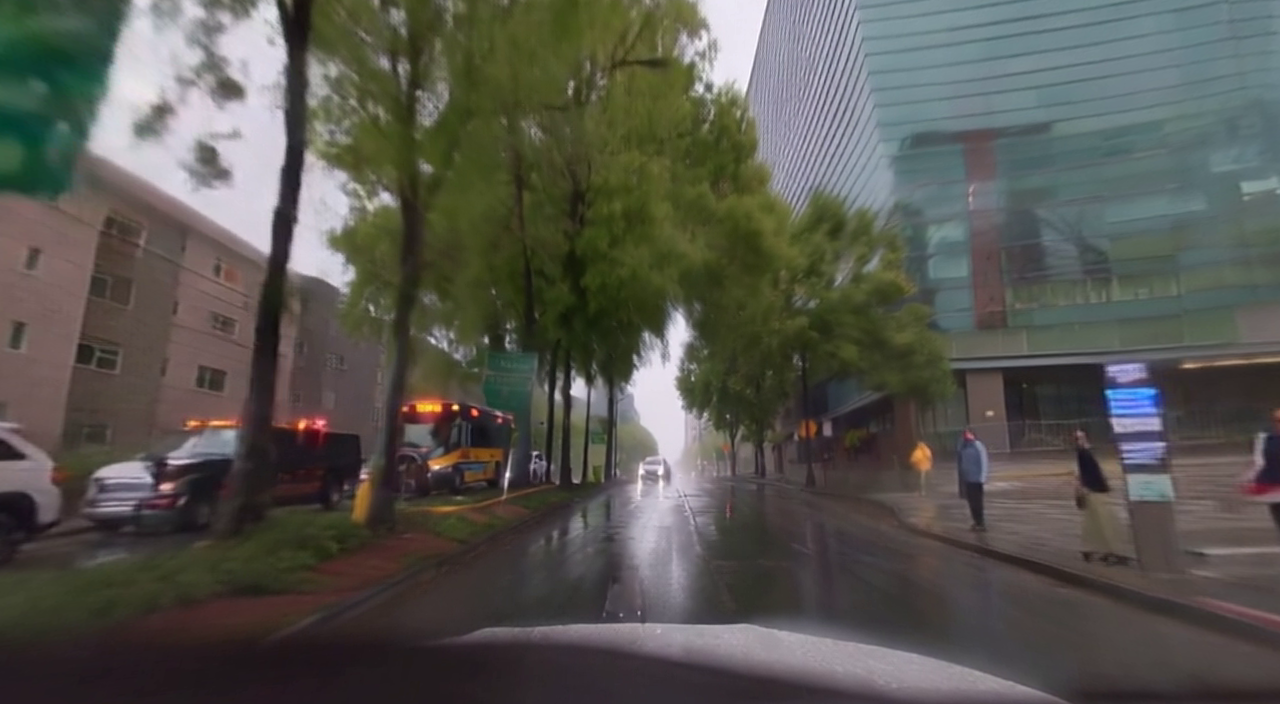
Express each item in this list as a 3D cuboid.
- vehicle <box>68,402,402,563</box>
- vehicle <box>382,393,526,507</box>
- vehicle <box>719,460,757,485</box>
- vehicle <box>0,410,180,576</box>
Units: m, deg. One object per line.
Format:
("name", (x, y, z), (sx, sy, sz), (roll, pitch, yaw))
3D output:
("vehicle", (-5.613, 1.880, 9.735), (1.988, 1.855, 4.599), (-1, -9, 1))
("vehicle", (-4.989, 2.792, 18.104), (2.268, 2.708, 5.699), (-1, -9, 1))
("vehicle", (6.671, 8.254, 43.543), (1.888, 1.536, 4.381), (0, -9, 0))
("vehicle", (-8.356, 1.639, 7.467), (2.109, 1.819, 4.615), (2, -16, 2))
